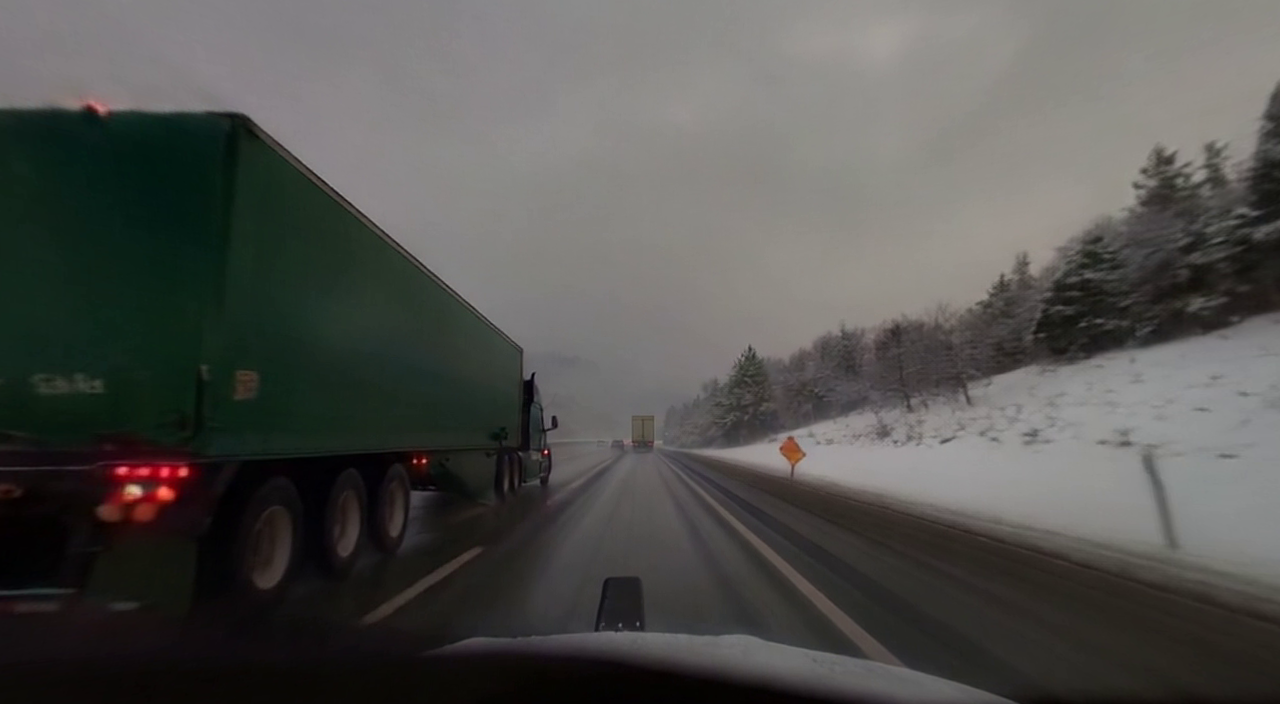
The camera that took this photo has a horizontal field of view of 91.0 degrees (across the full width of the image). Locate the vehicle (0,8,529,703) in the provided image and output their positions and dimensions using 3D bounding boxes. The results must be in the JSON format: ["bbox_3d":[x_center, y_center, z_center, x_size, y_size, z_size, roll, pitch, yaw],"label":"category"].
[{"bbox_3d":[-3.751,0.806,8.077,2.789,3.271,10.894,1,-8,-1],"label":"vehicle"}]
